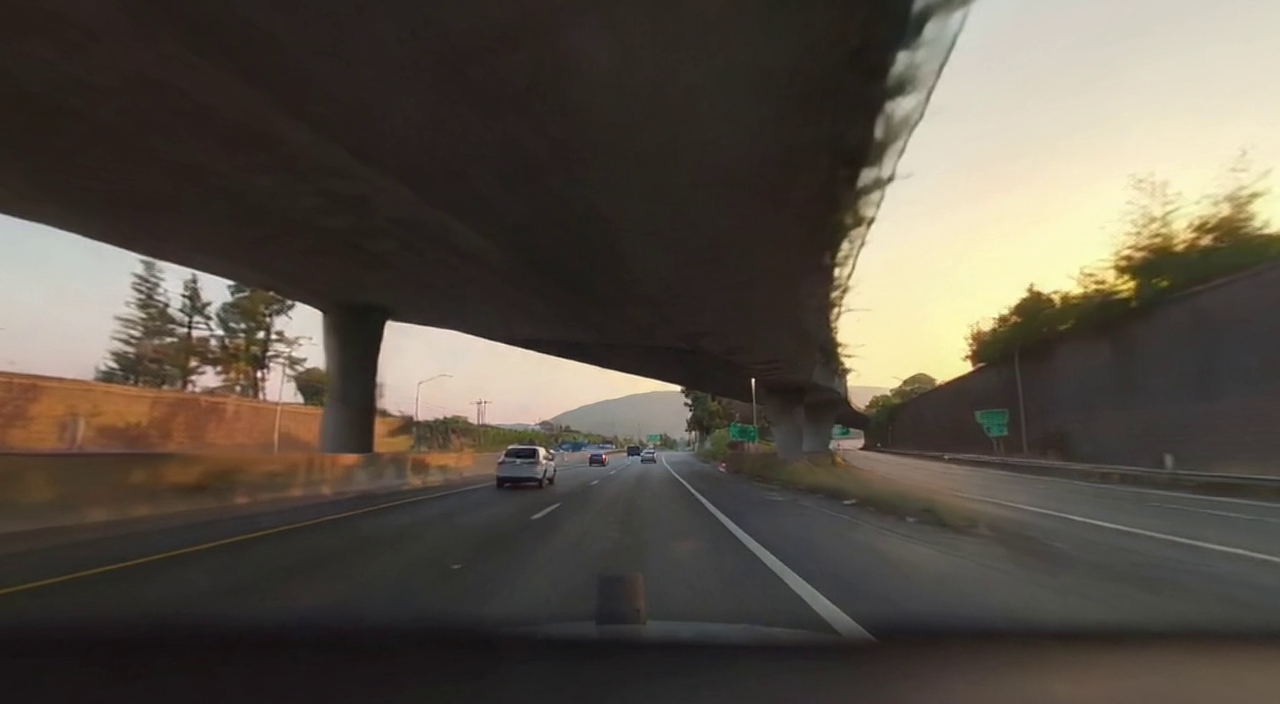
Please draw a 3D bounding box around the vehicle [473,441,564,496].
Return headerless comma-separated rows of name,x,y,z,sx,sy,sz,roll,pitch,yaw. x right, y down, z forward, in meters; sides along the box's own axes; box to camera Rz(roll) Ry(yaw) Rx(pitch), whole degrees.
vehicle,-4.050,3.971,21.866,2.263,1.696,4.321,0,-9,1
